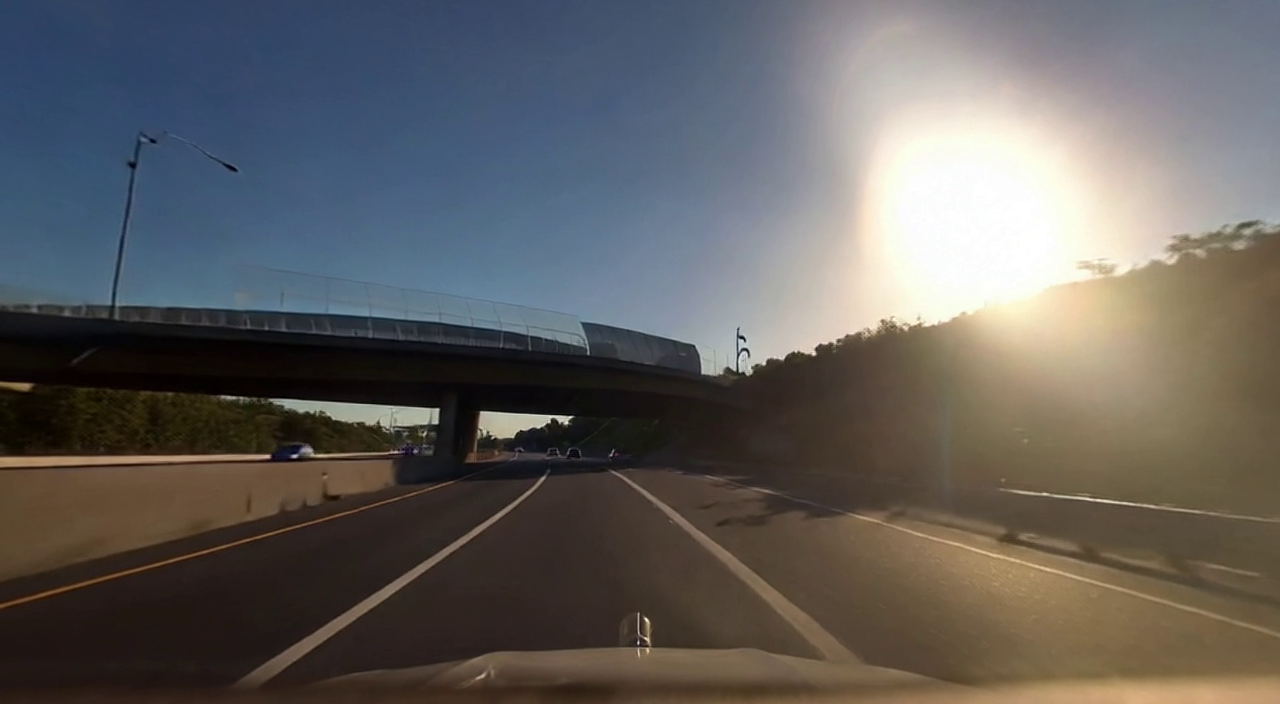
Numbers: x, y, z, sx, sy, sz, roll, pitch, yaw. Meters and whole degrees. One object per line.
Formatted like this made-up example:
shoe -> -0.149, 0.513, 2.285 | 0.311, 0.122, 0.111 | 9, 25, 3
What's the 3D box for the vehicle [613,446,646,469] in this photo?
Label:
vehicle -> -0.769, 7.143, 42.578 | 2.140, 1.455, 4.135 | 0, -9, -2
